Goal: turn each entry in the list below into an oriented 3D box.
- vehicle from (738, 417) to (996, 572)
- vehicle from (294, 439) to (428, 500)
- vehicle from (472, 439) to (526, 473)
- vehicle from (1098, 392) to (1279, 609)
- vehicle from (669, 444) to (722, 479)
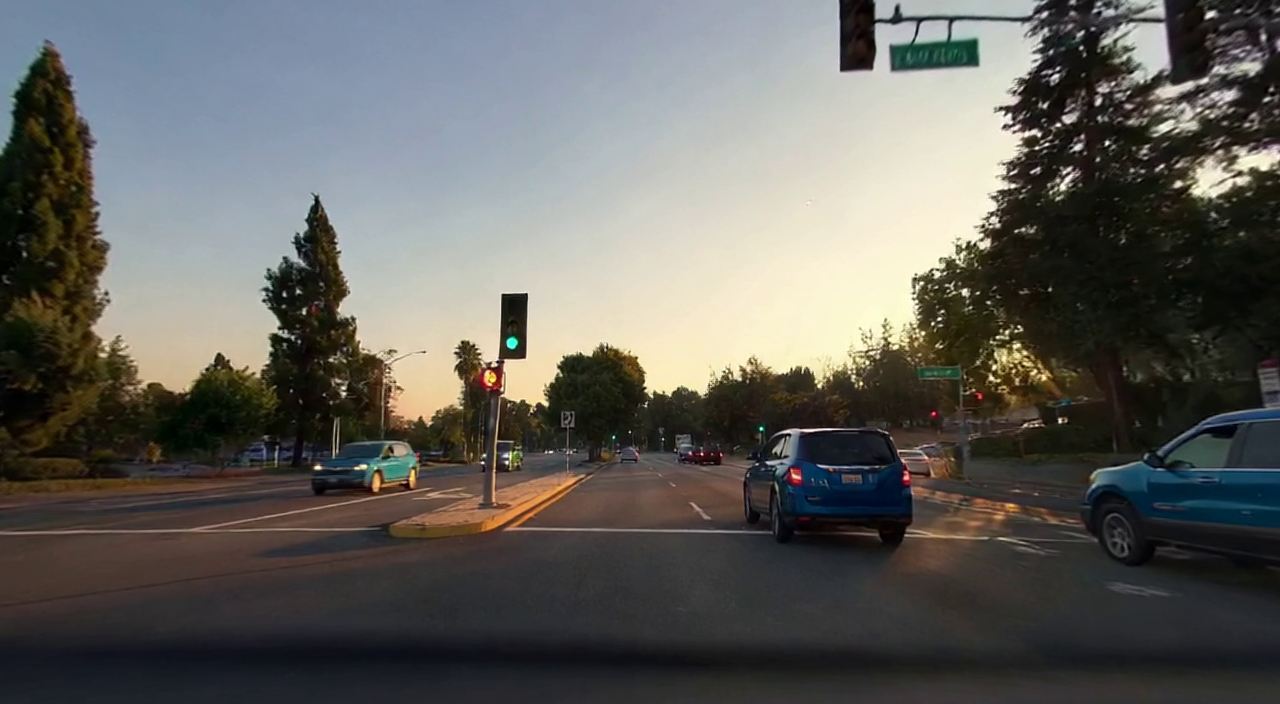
[{"bbox_3d":[2.847,1.885,9.108,2.075,1.698,4.142,0,-8,-1],"label":"vehicle"},{"bbox_3d":[-8.750,3.696,20.288,2.115,1.711,4.602,0,-8,1],"label":"vehicle"},{"bbox_3d":[-9.185,6.805,41.557,2.215,2.062,5.360,0,-8,1],"label":"vehicle"},{"bbox_3d":[6.492,1.200,4.964,2.153,1.811,4.595,0,-8,-2],"label":"vehicle"},{"bbox_3d":[2.512,5.096,29.612,1.980,1.484,4.093,0,-8,-2],"label":"vehicle"}]
